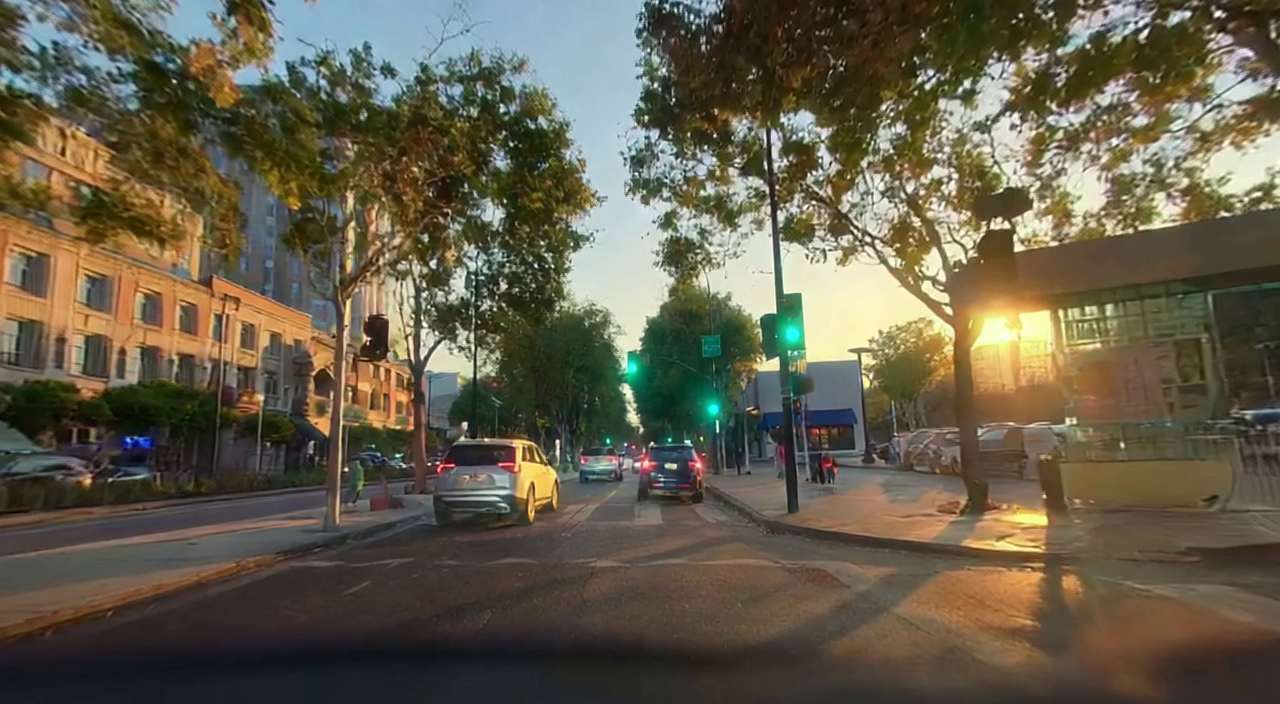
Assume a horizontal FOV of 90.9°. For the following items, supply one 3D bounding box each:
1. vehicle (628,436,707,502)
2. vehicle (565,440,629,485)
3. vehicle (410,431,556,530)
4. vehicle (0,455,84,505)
[{"bbox_3d":[0.783,3.435,18.907,2.120,1.758,3.917,0,-8,2],"label":"vehicle"},{"bbox_3d":[-1.853,4.939,28.627,2.220,1.847,4.587,-1,-8,5],"label":"vehicle"},{"bbox_3d":[-3.019,2.551,13.060,1.940,1.722,3.823,0,-8,1],"label":"vehicle"},{"bbox_3d":[-27.292,5.470,27.060,2.126,1.935,5.034,0,-8,2],"label":"vehicle"}]
